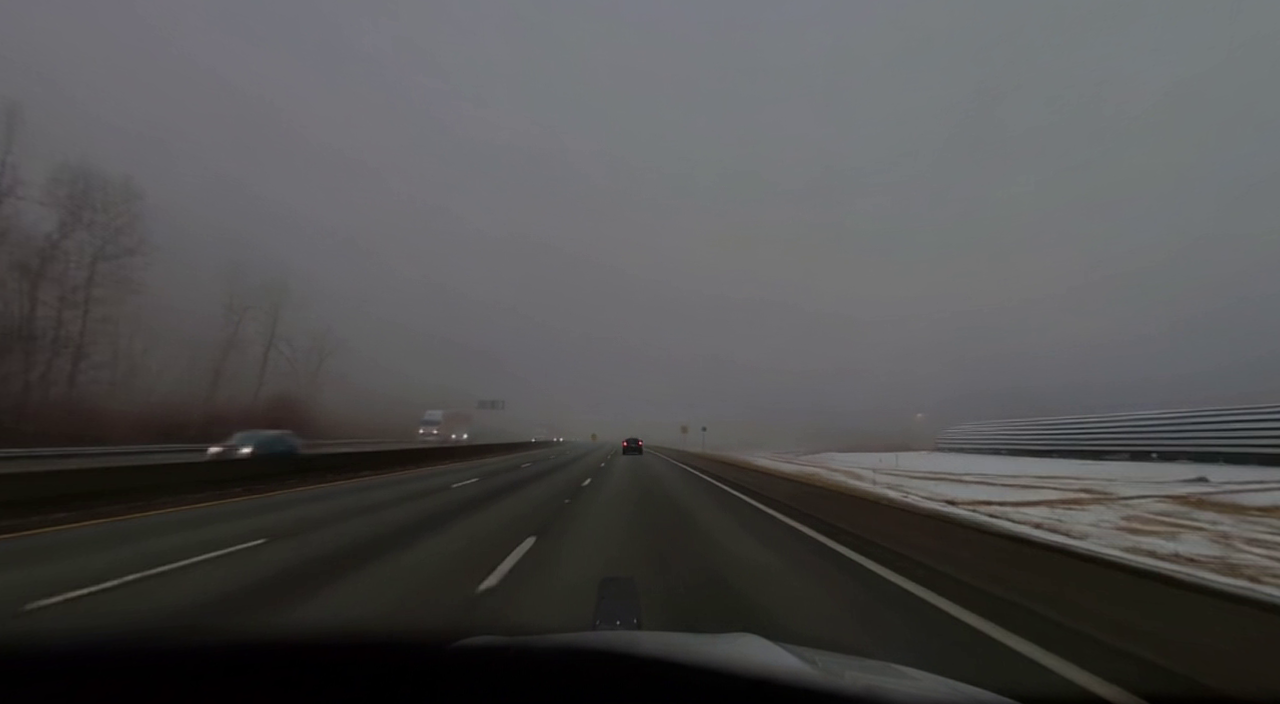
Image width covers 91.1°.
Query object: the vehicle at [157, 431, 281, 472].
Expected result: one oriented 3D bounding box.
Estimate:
[{"bbox_3d":[-16.444,3.878,24.875,1.844,1.472,4.490,0,-8,-1],"label":"vehicle"}]
